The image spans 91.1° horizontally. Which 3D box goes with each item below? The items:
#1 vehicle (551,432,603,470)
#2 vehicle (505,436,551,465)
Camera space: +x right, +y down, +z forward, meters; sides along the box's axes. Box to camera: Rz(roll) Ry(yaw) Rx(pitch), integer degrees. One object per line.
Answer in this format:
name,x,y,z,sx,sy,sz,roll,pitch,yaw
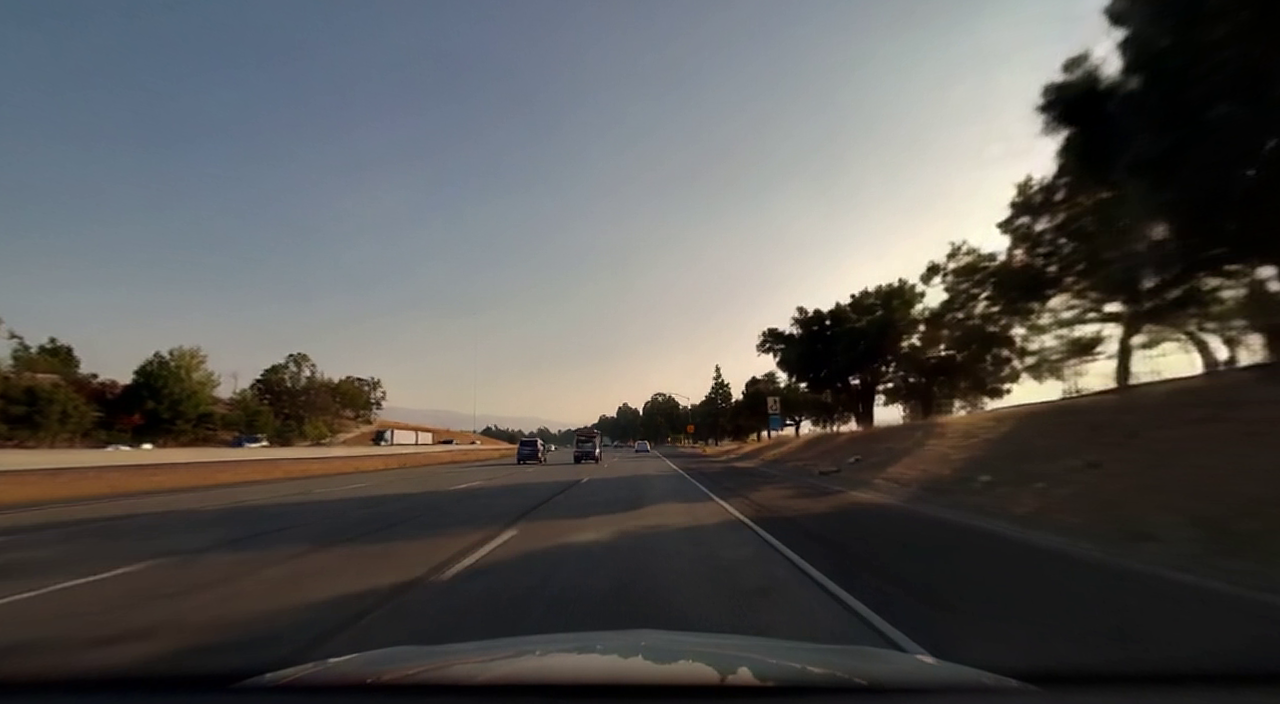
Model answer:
vehicle,-3.092,4.936,31.467,2.194,1.766,3.720,0,-8,0
vehicle,-7.301,6.466,41.347,2.078,1.729,4.722,0,-8,1
